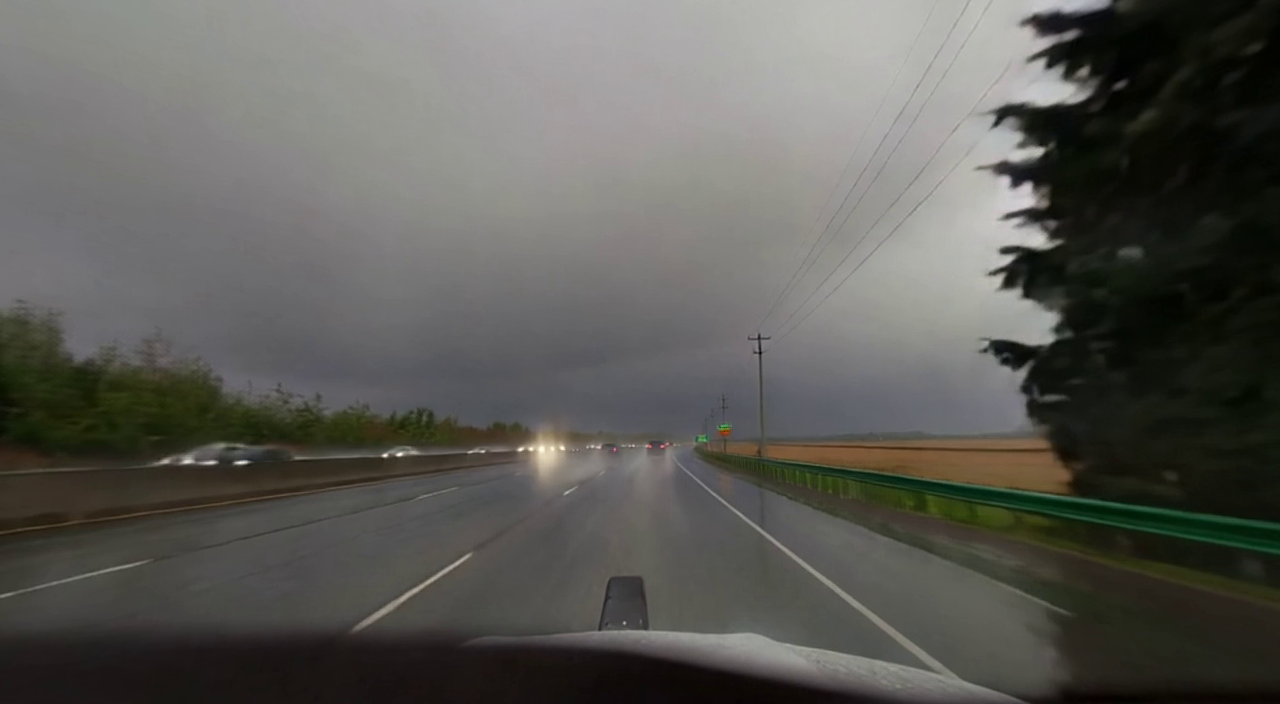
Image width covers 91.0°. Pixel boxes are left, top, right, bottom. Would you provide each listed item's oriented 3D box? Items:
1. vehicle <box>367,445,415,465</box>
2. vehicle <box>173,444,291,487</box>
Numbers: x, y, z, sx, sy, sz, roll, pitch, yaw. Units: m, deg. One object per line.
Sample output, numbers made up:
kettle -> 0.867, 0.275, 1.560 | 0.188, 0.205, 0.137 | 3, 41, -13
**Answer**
vehicle -> -19.180, 7.952, 48.690 | 1.847, 1.442, 4.222 | 0, -8, 2
vehicle -> -15.646, 4.348, 24.445 | 1.893, 1.494, 3.933 | 0, -8, 1
